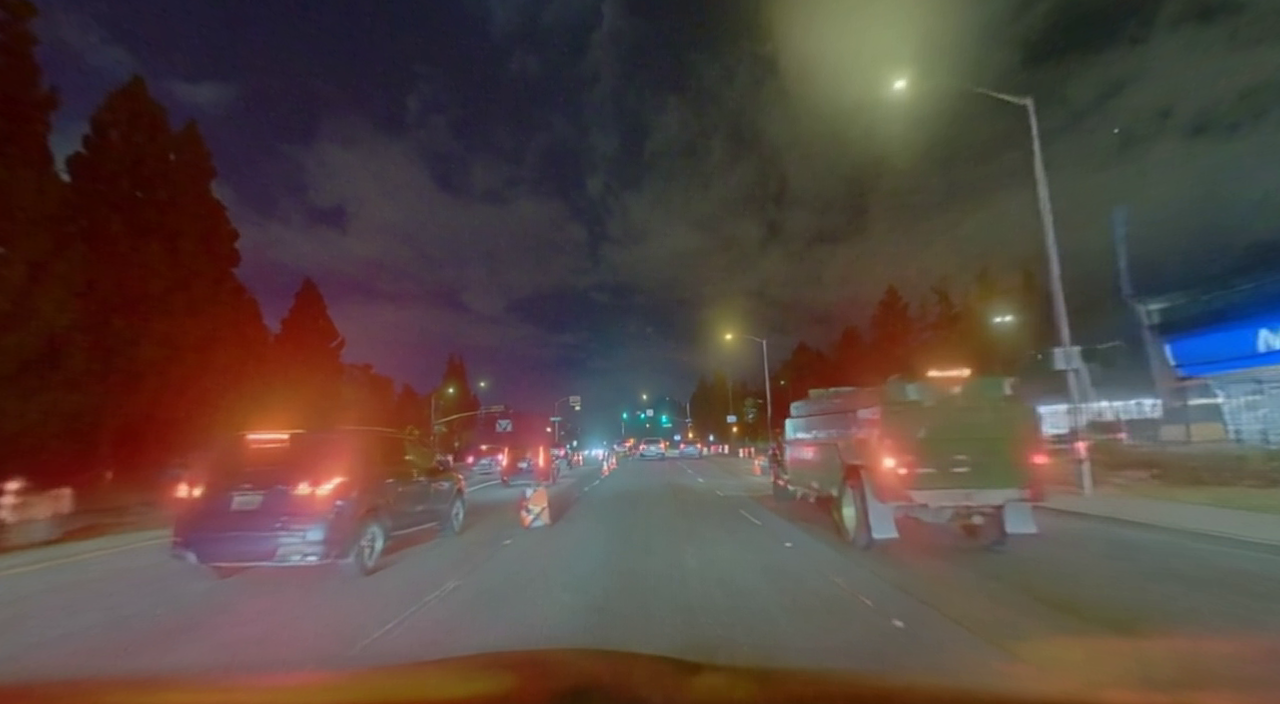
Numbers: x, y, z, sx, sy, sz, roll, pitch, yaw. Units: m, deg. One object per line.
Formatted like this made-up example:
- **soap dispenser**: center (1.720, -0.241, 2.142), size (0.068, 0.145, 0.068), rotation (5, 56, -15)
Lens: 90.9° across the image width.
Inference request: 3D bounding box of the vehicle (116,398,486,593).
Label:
- **vehicle**: center (-3.505, 1.563, 7.760), size (2.038, 1.682, 4.399), rotation (0, -8, 1)

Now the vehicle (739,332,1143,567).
- **vehicle**: center (3.790, 1.568, 10.658), size (2.760, 2.465, 7.936), rotation (0, -8, -1)

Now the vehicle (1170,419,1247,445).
- **vehicle**: center (35.863, 5.083, 39.875), size (1.999, 1.564, 3.899), rotation (-2, -8, 16)

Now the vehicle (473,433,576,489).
- **vehicle**: center (-3.351, 3.278, 19.337), size (2.107, 1.482, 4.674), rotation (0, -8, 2)

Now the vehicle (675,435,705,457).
- **vehicle**: center (3.944, 7.294, 49.067), size (1.984, 1.659, 4.226), rotation (-1, -8, 9)
